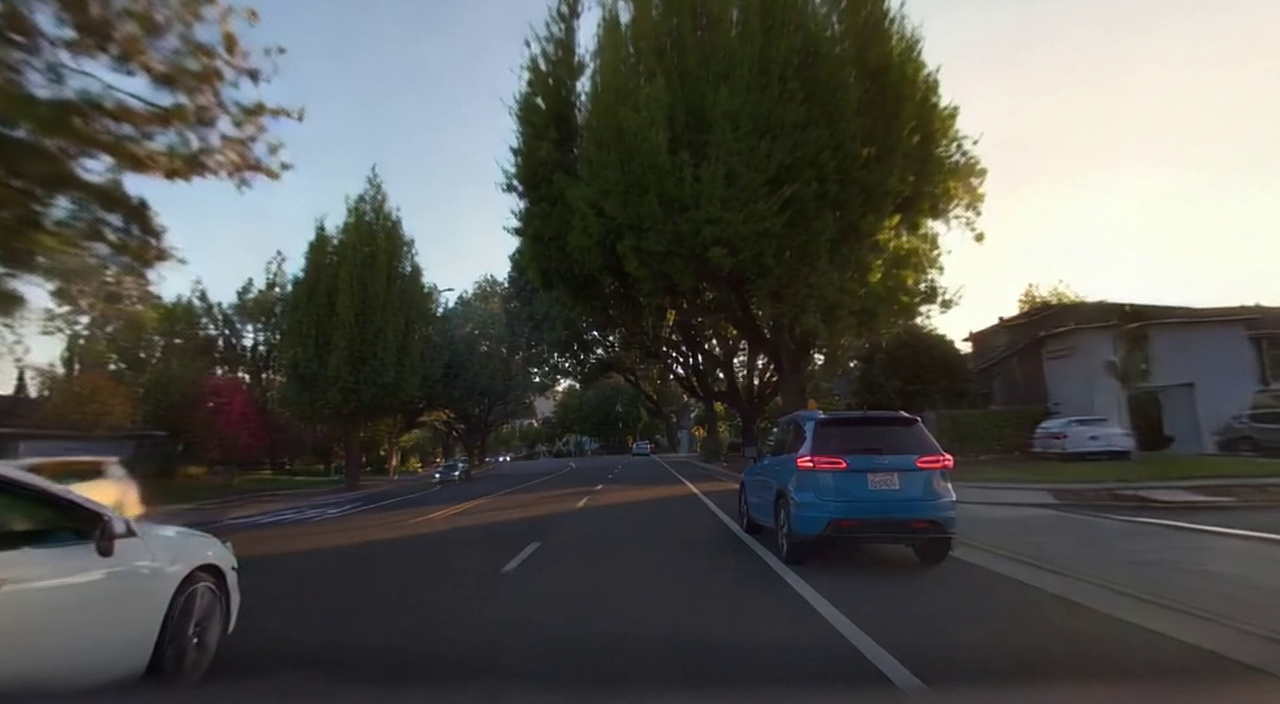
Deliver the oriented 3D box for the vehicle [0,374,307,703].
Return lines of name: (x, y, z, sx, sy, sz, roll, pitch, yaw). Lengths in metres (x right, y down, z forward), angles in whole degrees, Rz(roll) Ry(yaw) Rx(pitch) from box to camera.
vehicle: (-3.341, 0.879, 2.007, 2.058, 1.659, 4.514, 0, -8, 0)

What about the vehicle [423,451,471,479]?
vehicle: (-13.261, 7.757, 43.542, 2.002, 1.729, 4.441, 0, -8, -2)

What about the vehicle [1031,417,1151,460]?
vehicle: (16.939, 3.289, 23.892, 1.822, 1.496, 3.560, 0, -8, -1)

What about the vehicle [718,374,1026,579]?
vehicle: (2.691, 1.668, 9.232, 2.338, 2.063, 5.592, 0, -8, 0)
